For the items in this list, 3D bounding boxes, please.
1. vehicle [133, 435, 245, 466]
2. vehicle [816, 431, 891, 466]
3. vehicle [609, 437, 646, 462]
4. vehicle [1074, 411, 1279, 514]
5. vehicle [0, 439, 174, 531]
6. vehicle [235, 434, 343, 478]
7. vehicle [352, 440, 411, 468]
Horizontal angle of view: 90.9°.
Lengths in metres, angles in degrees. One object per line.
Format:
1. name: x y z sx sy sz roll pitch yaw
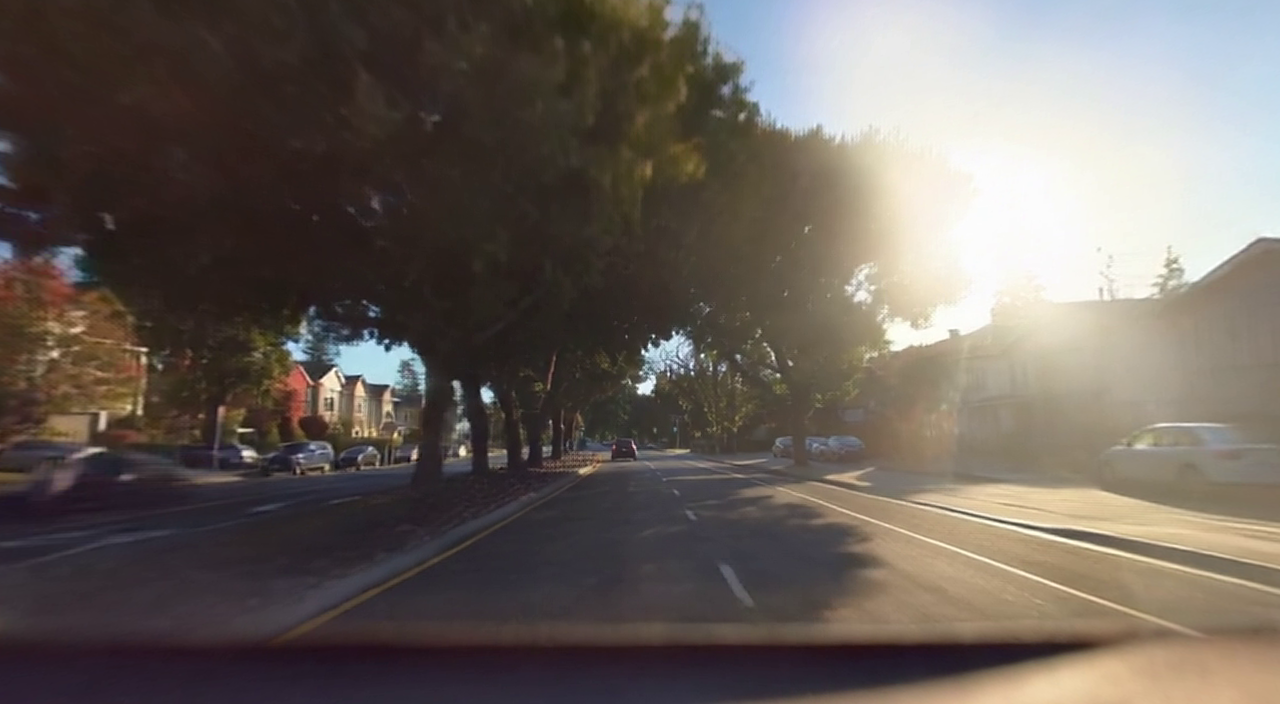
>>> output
1. vehicle: -23.361 5.113 32.780 4.184 1.528 1.990 0 -8 -3
2. vehicle: 11.386 5.201 34.102 2.147 1.767 5.125 0 -8 -1
3. vehicle: -0.805 5.987 38.886 2.113 1.462 4.203 0 -8 -2
4. vehicle: 11.594 2.166 12.822 2.156 1.689 4.774 0 -8 1
5. vehicle: -10.971 2.287 11.258 1.910 1.431 4.426 0 -8 0
6. vehicle: -15.177 4.501 27.622 2.042 1.748 4.584 0 -8 0
7. vehicle: -15.420 6.075 37.804 1.884 1.540 3.927 0 -8 0
